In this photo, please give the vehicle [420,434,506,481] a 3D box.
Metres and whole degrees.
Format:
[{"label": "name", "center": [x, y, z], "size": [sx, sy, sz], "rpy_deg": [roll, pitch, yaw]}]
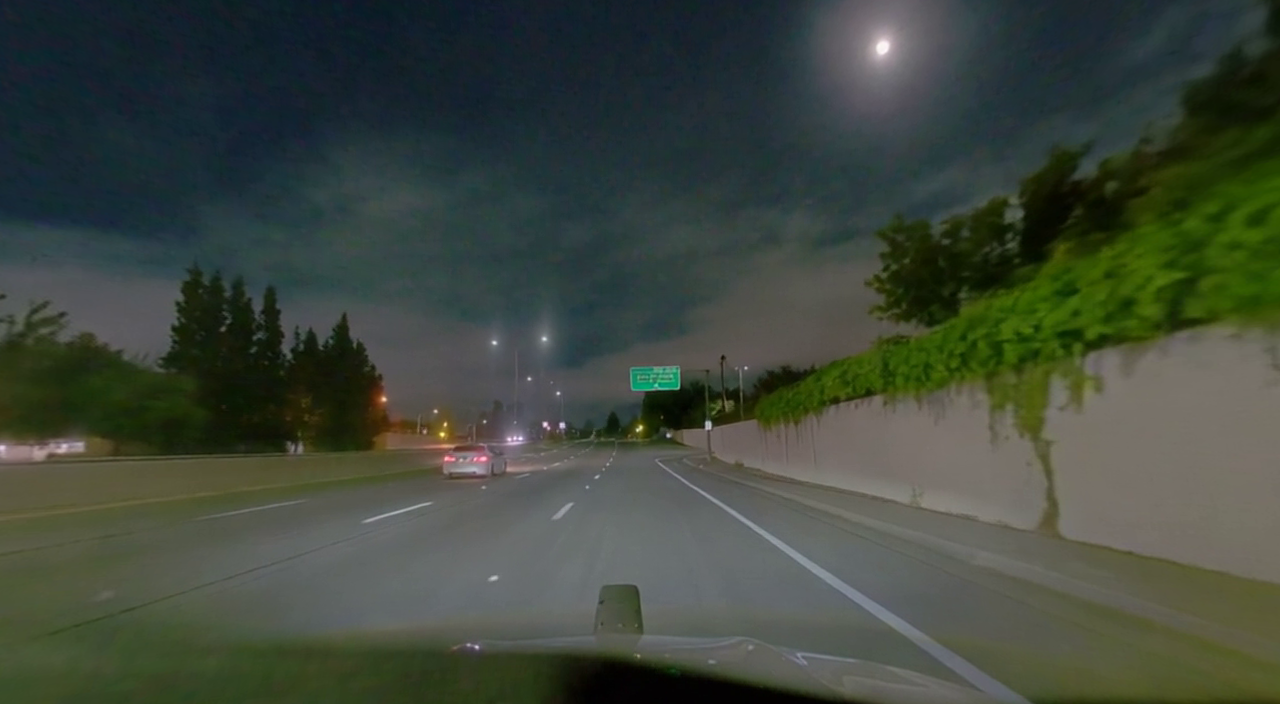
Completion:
[{"label": "vehicle", "center": [-7.087, 4.276, 25.860], "size": [2.115, 1.711, 4.722], "rpy_deg": [0, -8, 0]}]
